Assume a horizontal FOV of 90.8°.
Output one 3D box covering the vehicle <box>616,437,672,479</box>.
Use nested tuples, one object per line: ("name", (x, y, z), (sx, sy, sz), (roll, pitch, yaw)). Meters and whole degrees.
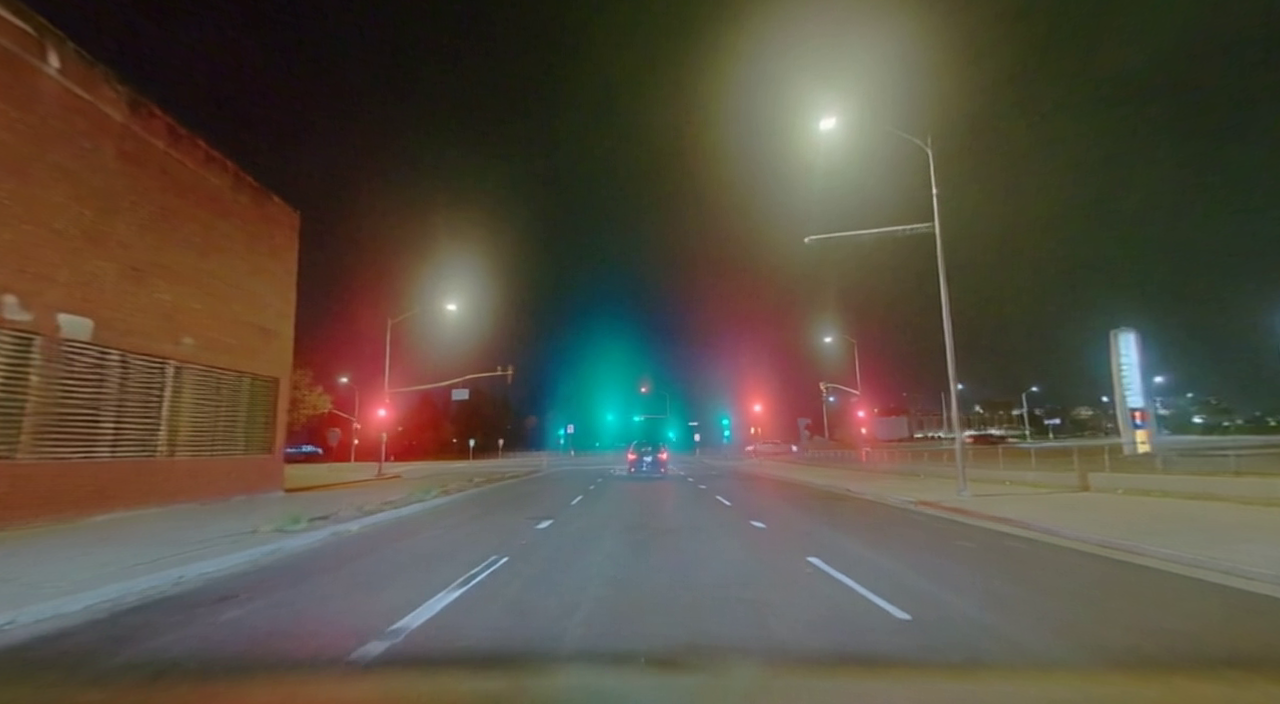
("vehicle", (0.165, 4.506, 27.151), (2.218, 1.657, 4.551), (0, -8, 0))
